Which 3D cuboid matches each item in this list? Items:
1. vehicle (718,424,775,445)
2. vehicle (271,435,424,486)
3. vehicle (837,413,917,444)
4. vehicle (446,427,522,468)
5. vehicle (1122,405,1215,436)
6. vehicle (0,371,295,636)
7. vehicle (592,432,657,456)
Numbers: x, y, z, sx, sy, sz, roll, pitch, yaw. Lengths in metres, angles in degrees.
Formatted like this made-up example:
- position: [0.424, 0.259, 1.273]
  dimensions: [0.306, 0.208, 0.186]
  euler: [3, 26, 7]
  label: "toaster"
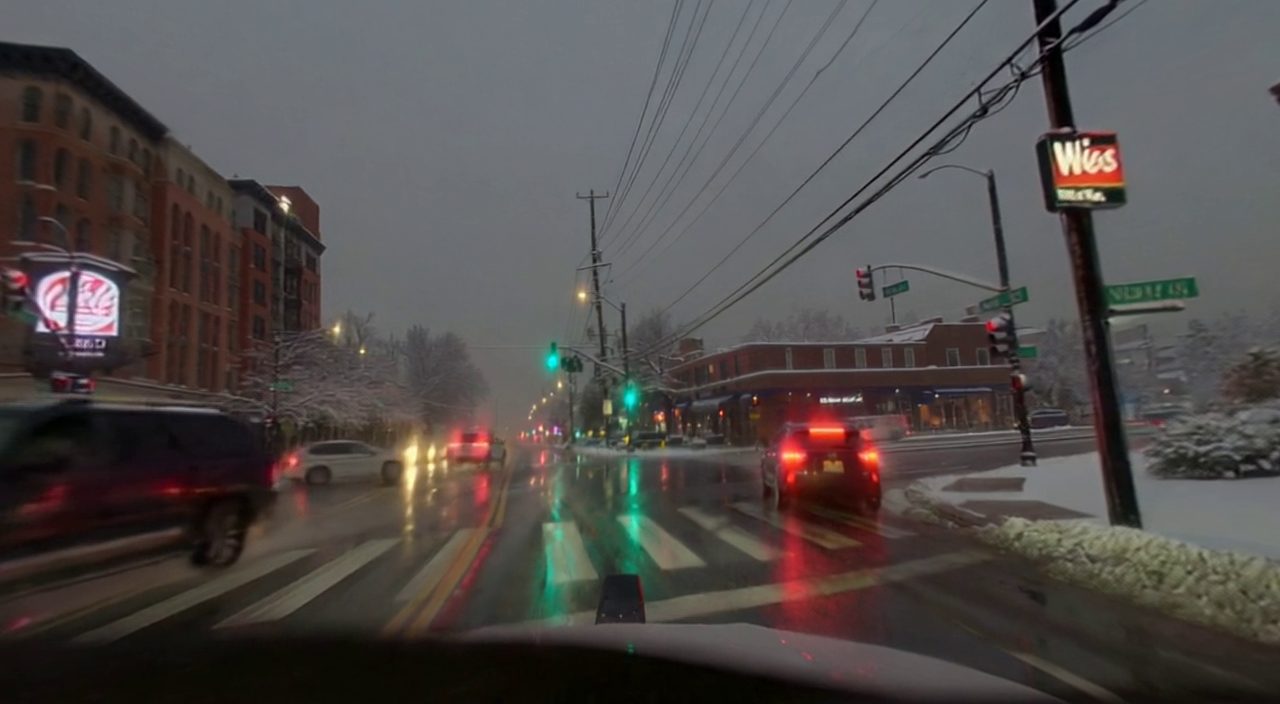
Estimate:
- position: [7.569, 5.943, 45.141]
  dimensions: [1.866, 1.430, 3.901]
  euler: [5, -10, -31]
  label: "vehicle"
- position: [-9.978, 3.701, 21.922]
  dimensions: [2.166, 1.579, 4.300]
  euler: [-5, -9, 27]
  label: "vehicle"
- position: [14.408, 4.696, 38.312]
  dimensions: [4.474, 1.788, 2.039]
  euler: [4, -9, -29]
  label: "vehicle"
- position: [-7.078, 4.400, 29.218]
  dimensions: [2.105, 1.761, 4.292]
  euler: [-1, -8, 5]
  label: "vehicle"
- position: [27.457, 3.610, 32.802]
  dimensions: [4.707, 1.487, 1.907]
  euler: [4, -9, -27]
  label: "vehicle"
- position: [-5.972, 1.247, 5.462]
  dimensions: [2.374, 1.985, 5.588]
  euler: [-1, -8, 6]
  label: "vehicle"
- position: [-1.173, 6.751, 46.521]
  dimensions: [4.506, 1.733, 1.857]
  euler: [2, -8, -13]
  label: "vehicle"
